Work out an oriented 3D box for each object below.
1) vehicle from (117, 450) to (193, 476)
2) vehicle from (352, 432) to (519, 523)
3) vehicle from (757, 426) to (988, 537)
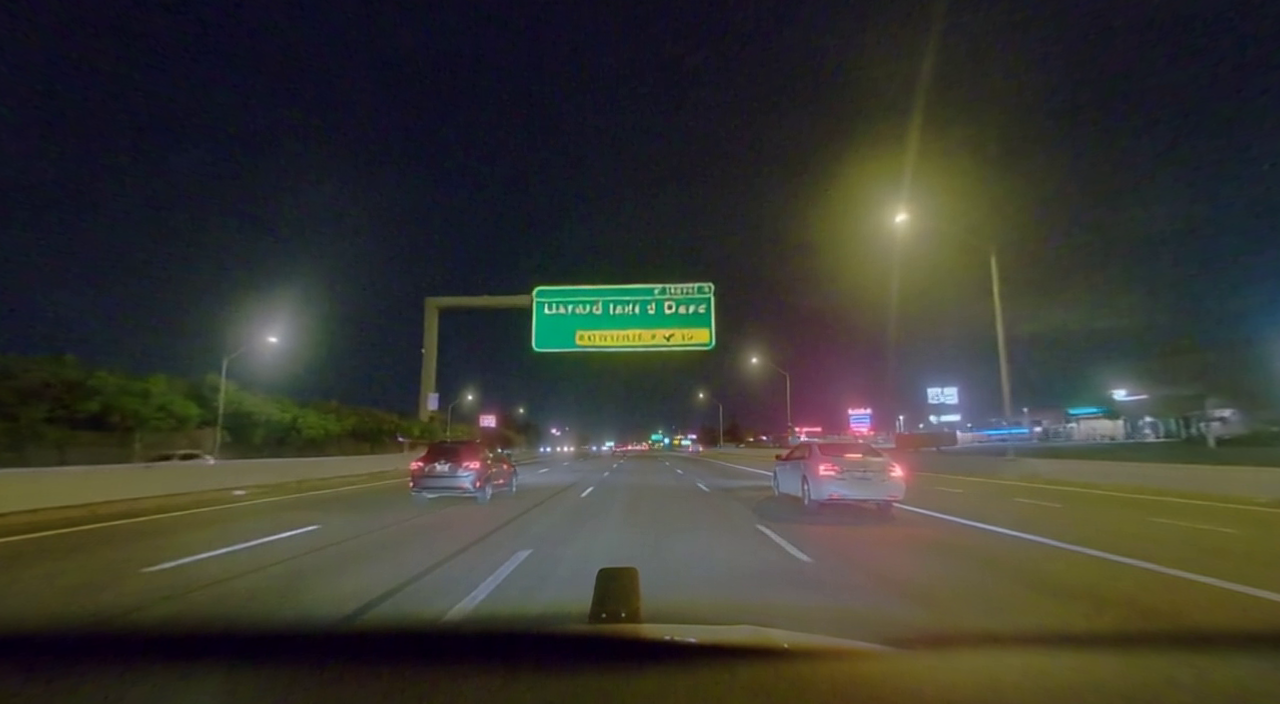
[{"bbox_3d":[-26.898,6.127,35.114,1.574,1.304,3.400,0,-8,-2],"label":"vehicle"},{"bbox_3d":[-3.878,2.436,12.875,1.939,1.508,4.272,0,-8,1],"label":"vehicle"},{"bbox_3d":[3.657,2.142,11.189,2.164,1.507,4.914,0,-8,-1],"label":"vehicle"}]
